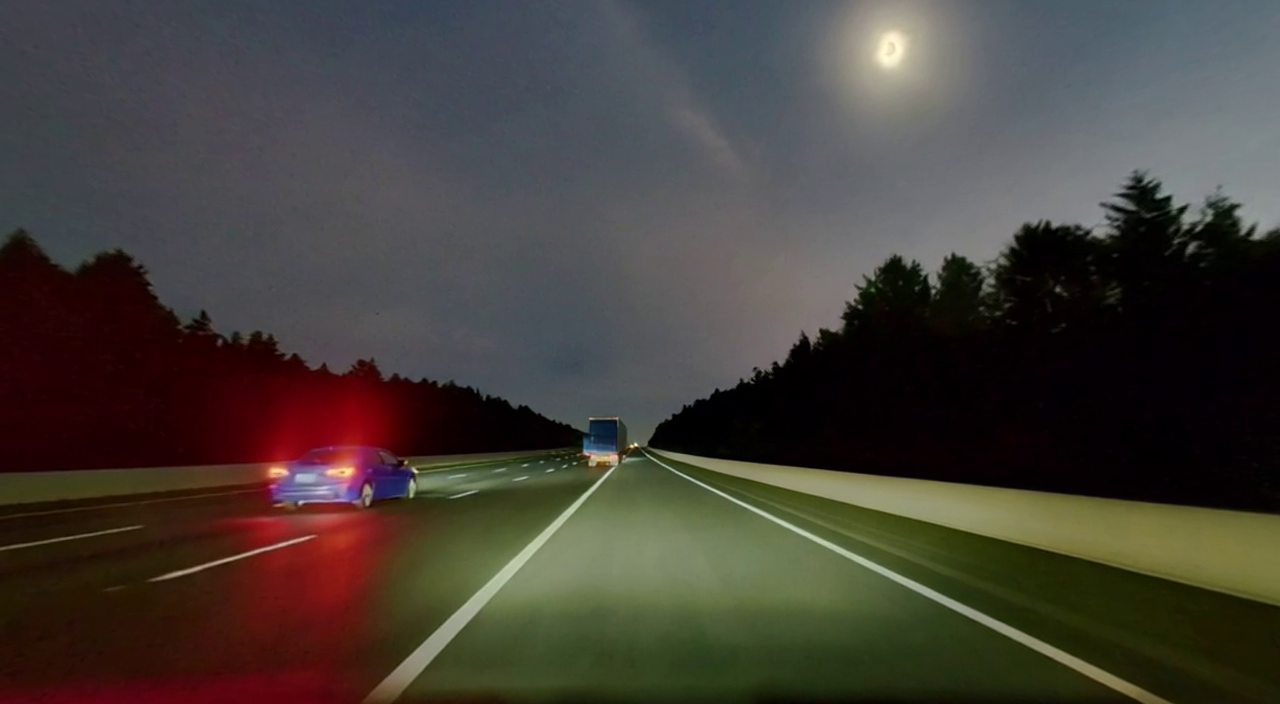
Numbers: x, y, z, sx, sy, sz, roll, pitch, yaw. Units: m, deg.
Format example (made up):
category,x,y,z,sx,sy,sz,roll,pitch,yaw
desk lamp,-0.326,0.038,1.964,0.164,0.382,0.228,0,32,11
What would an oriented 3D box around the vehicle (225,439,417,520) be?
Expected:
category,x,y,z,sx,sy,sz,roll,pitch,yaw
vehicle,-6.876,2.780,14.279,1.938,1.507,4.557,0,-9,0
